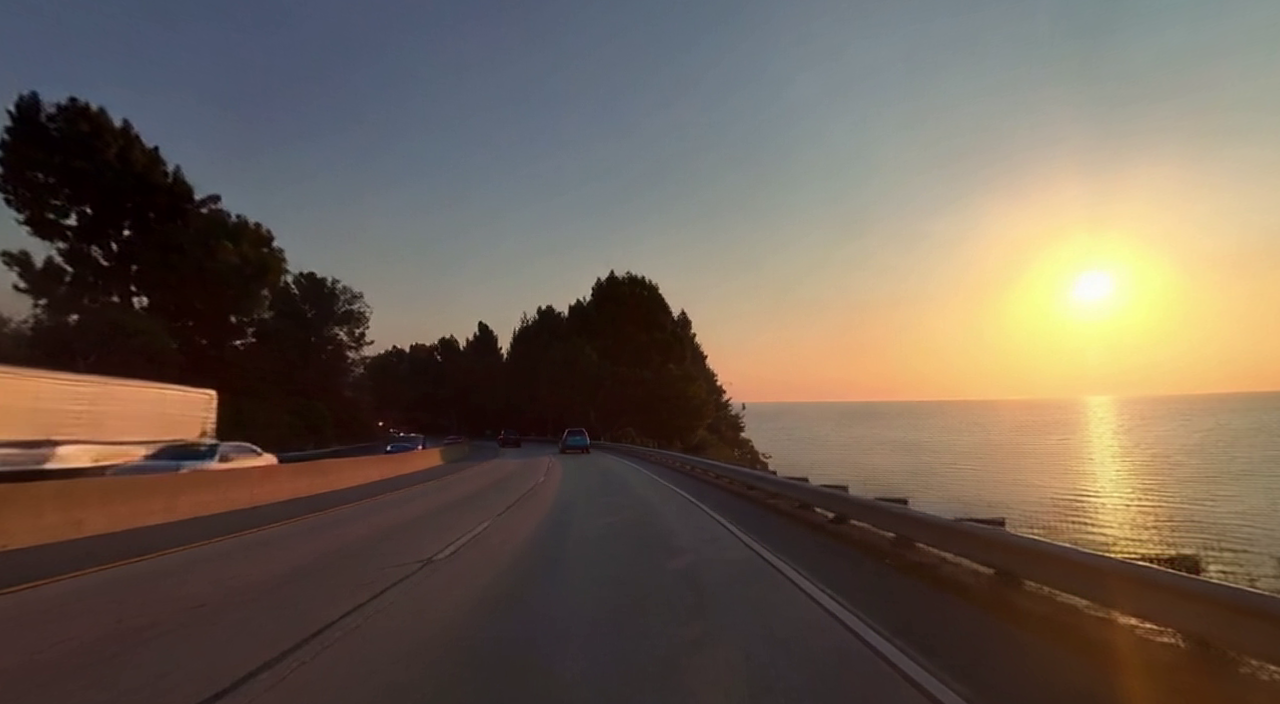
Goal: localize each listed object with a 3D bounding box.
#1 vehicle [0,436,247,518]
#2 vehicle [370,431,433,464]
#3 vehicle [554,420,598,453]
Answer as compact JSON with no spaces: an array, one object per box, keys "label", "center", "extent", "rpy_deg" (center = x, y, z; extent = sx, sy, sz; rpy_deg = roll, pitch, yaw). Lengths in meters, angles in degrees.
[{"label":"vehicle","center":[-10.917,2.613,13.772],"extent":[1.987,1.473,4.367],"rpy_deg":[0,-9,-2]},{"label":"vehicle","center":[-12.549,5.071,33.484],"extent":[2.192,1.617,4.082],"rpy_deg":[1,-9,-7]},{"label":"vehicle","center":[-4.668,6.102,45.134],"extent":[2.632,2.162,5.529],"rpy_deg":[2,-9,-11]}]
